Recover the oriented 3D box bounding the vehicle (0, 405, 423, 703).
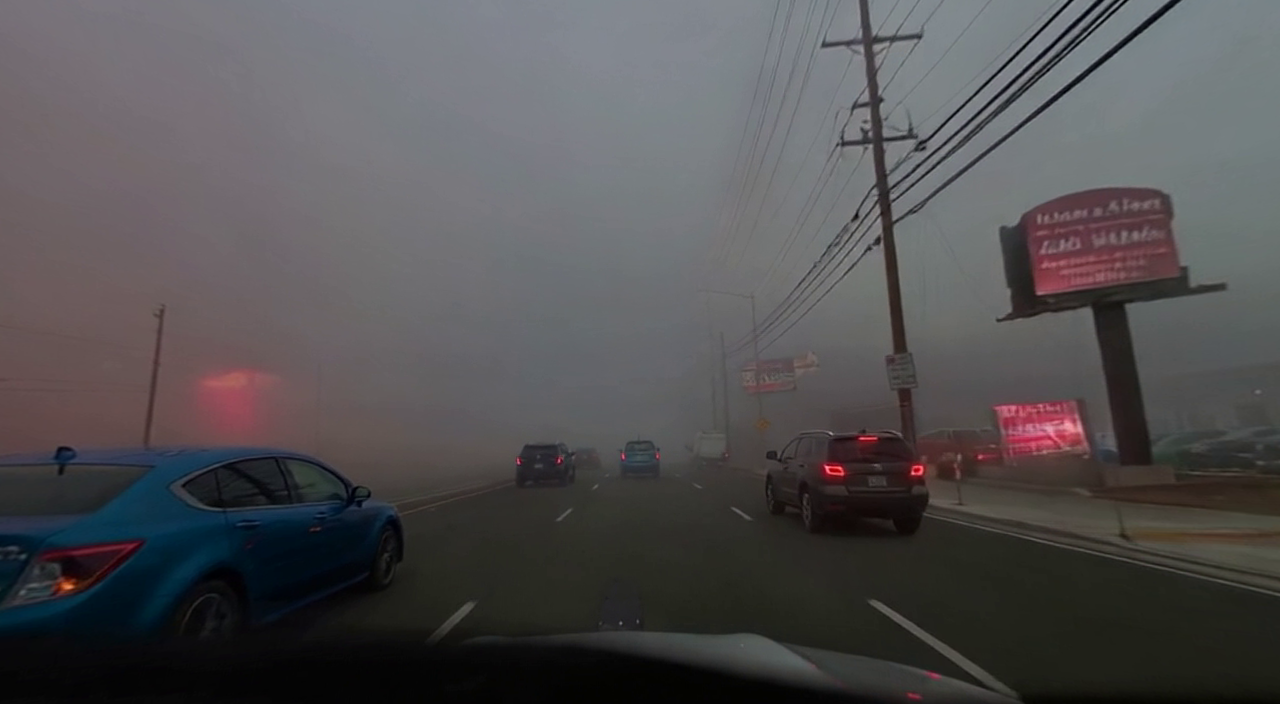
[{"bbox_3d":[-3.230,1.233,4.138,2.022,1.498,4.471,0,-8,0],"label":"vehicle"}]

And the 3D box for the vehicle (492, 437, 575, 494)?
[{"bbox_3d":[-3.358,3.654,20.700,2.051,1.671,3.861,0,-8,0],"label":"vehicle"}]

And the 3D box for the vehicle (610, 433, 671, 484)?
[{"bbox_3d":[-0.013,4.357,26.170,2.326,1.925,4.253,0,-8,-1],"label":"vehicle"}]

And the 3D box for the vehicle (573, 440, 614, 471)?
[{"bbox_3d":[-3.088,7.076,43.458,2.405,2.009,5.909,0,-8,0],"label":"vehicle"}]

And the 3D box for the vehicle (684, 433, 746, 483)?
[{"bbox_3d":[3.082,4.445,26.752,2.026,1.904,4.102,0,-8,-1],"label":"vehicle"}]

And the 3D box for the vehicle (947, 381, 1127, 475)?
[{"bbox_3d":[12.570,2.551,20.651,2.477,2.665,5.203,0,-8,1],"label":"vehicle"}]

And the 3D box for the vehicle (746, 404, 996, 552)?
[{"bbox_3d":[3.407,1.996,10.708,2.282,1.897,4.915,0,-8,-1],"label":"vehicle"}]
